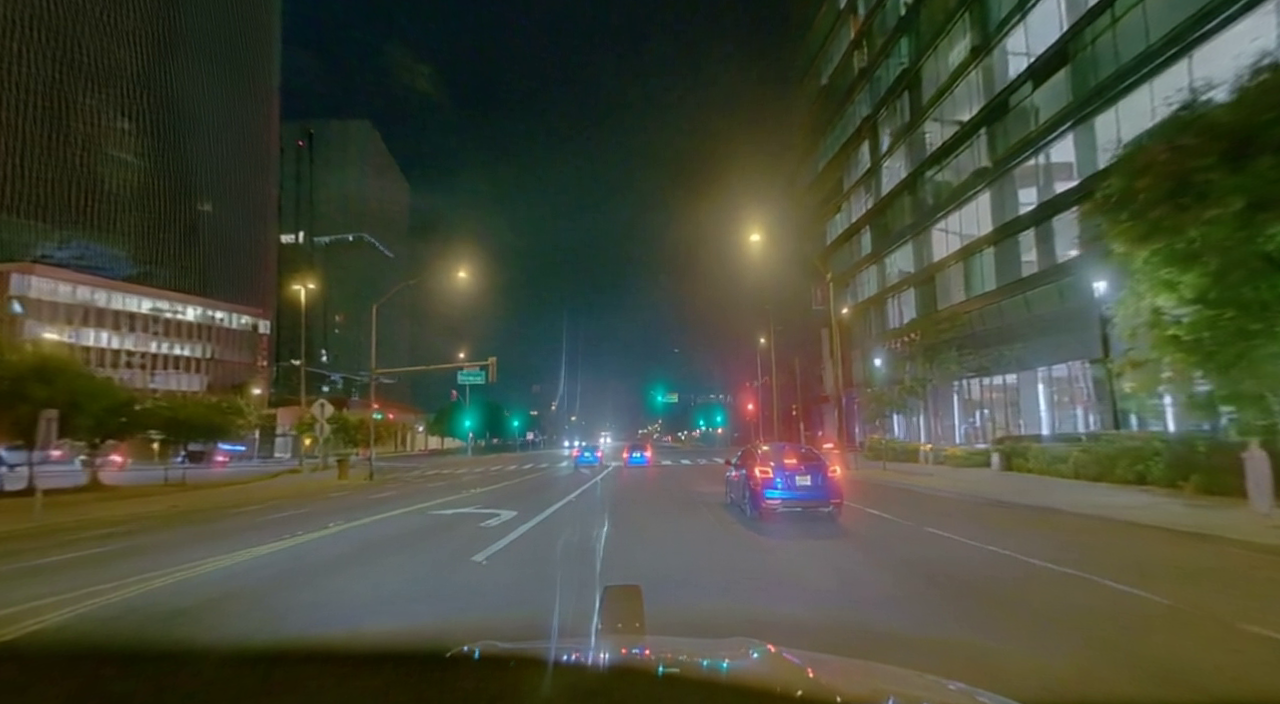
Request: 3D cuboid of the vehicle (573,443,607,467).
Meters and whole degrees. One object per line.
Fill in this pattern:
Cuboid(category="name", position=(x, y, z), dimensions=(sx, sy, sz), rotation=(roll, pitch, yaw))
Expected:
Cuboid(category="vehicle", position=(-3.353, 7.010, 43.233), dimensions=(1.995, 1.479, 4.627), rotation=(0, -8, 0))

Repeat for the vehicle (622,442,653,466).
Cuboid(category="vehicle", position=(-0.159, 6.781, 42.218), dimensions=(2.016, 1.478, 3.795), rotation=(0, -8, 0))
